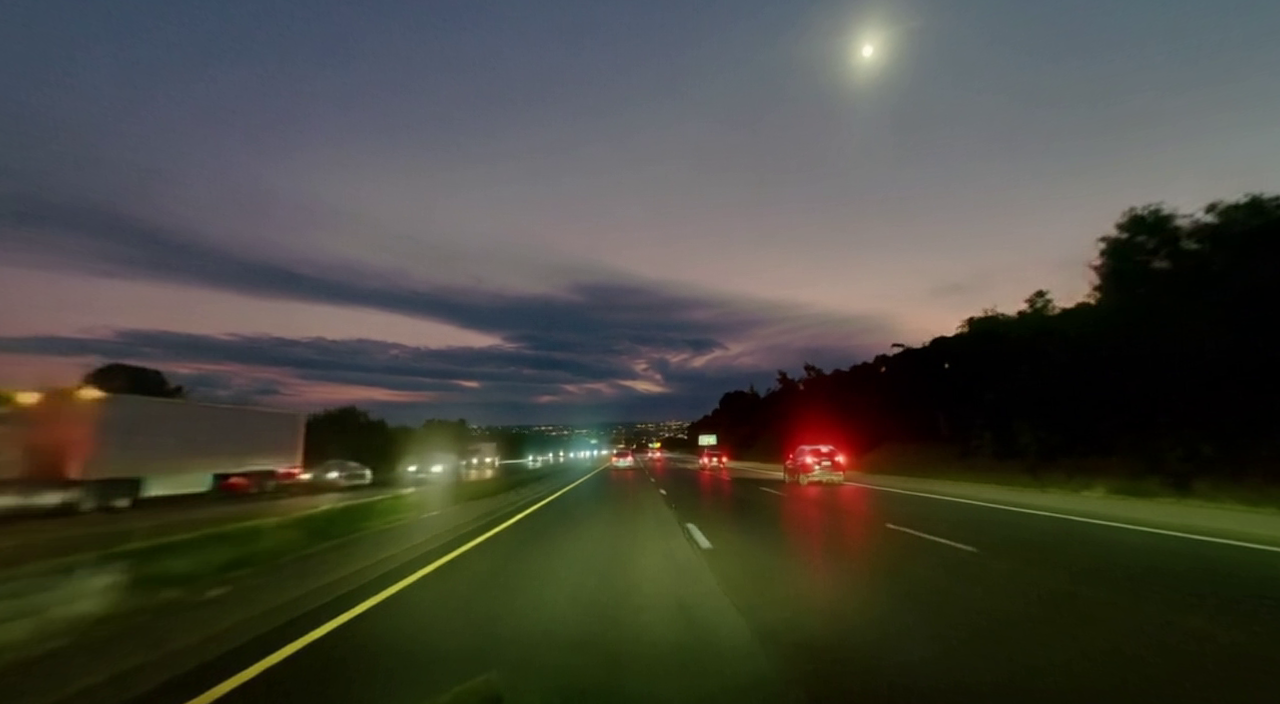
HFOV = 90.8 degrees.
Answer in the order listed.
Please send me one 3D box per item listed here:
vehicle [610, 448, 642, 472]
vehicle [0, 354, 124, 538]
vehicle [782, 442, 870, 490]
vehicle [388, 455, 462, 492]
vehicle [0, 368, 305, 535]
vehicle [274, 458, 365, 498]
[{"bbox_3d":[-0.935,7.339,42.927,2.021,1.507,4.272,0,-9,-1],"label":"vehicle"},{"bbox_3d":[-16.854,2.291,15.322,3.339,4.325,5.934,0,-9,-1],"label":"vehicle"},{"bbox_3d":[6.681,4.135,23.158,1.903,1.566,3.866,0,-9,-2],"label":"vehicle"},{"bbox_3d":[-9.348,5.275,27.759,1.871,1.472,3.866,0,-9,0],"label":"vehicle"},{"bbox_3d":[-16.999,3.476,22.193,2.933,4.011,13.984,0,-9,-1],"label":"vehicle"},{"bbox_3d":[-13.779,5.421,27.421,1.807,1.535,4.105,0,-9,-1],"label":"vehicle"}]
